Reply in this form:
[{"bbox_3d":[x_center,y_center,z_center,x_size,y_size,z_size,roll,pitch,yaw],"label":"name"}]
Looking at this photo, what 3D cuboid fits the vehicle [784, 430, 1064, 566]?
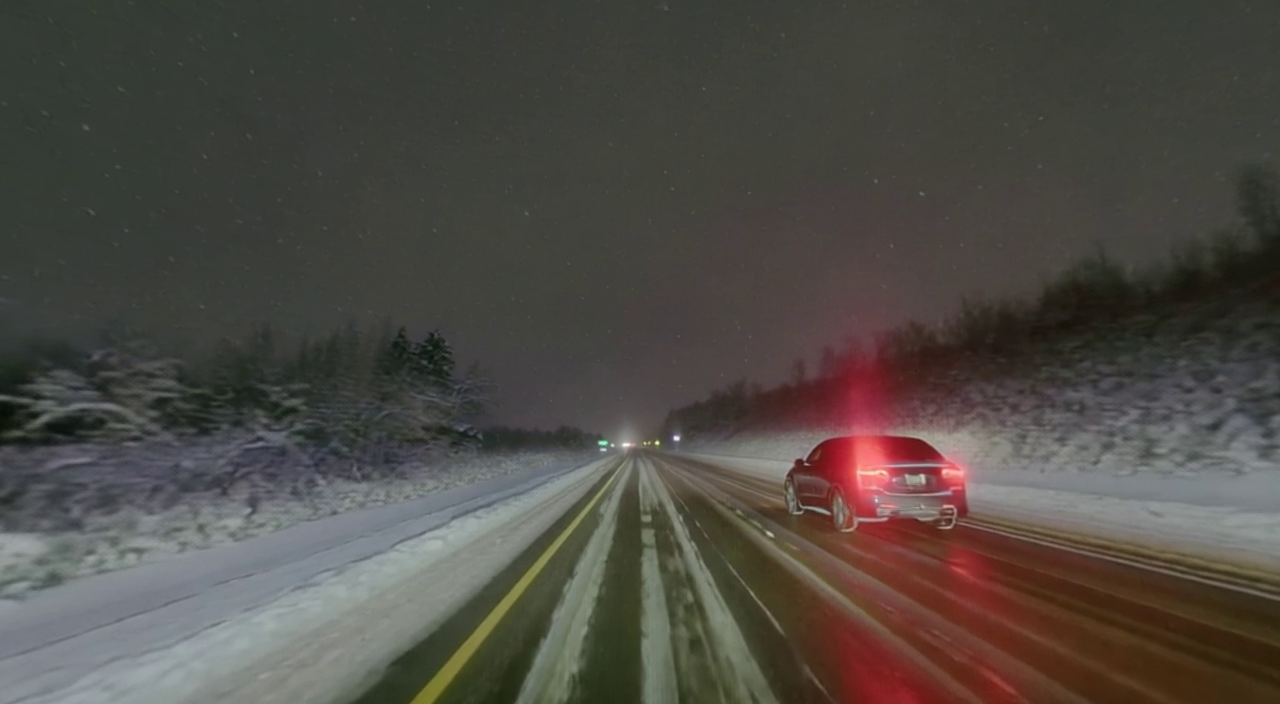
[{"bbox_3d":[3.658,1.950,9.244,2.003,1.466,4.441,0,-8,0],"label":"vehicle"}]
